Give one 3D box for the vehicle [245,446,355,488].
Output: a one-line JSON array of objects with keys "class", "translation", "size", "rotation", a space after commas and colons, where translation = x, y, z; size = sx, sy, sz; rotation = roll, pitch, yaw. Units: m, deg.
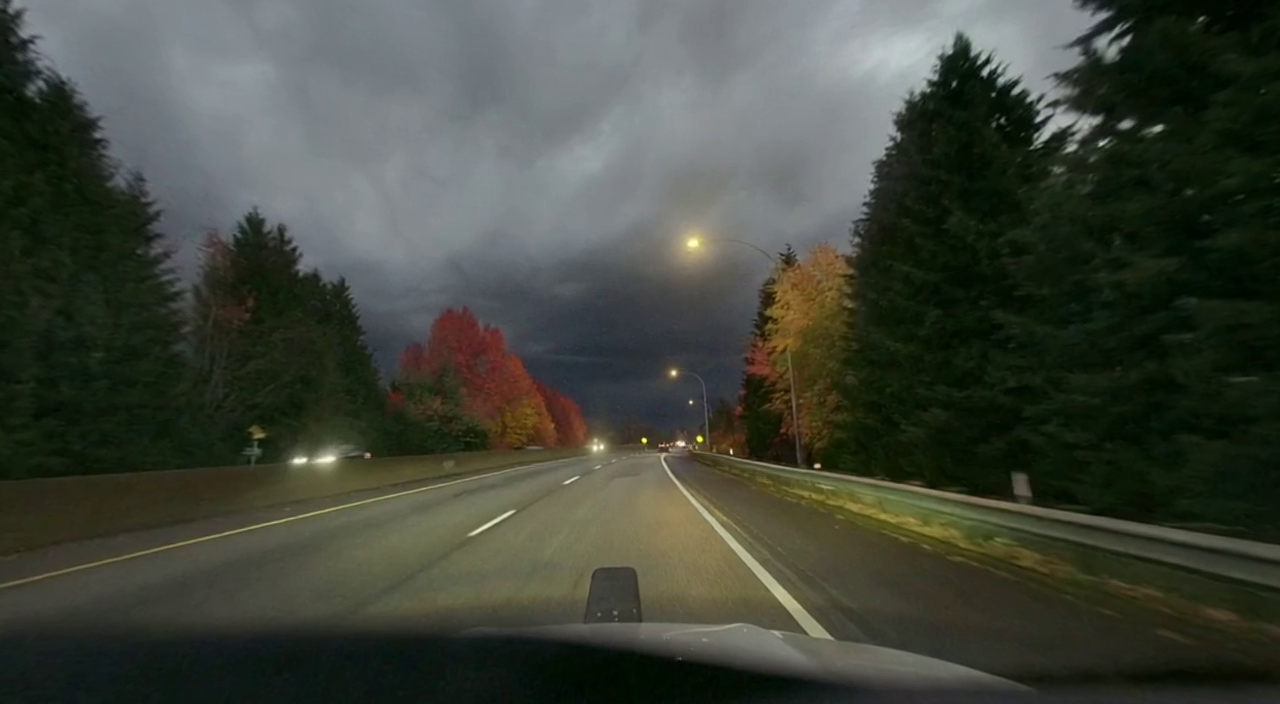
[{"class": "vehicle", "translation": [-14.520, 4.908, 27.219], "size": [2.224, 1.568, 4.411], "rotation": [-1, -8, 1]}]
